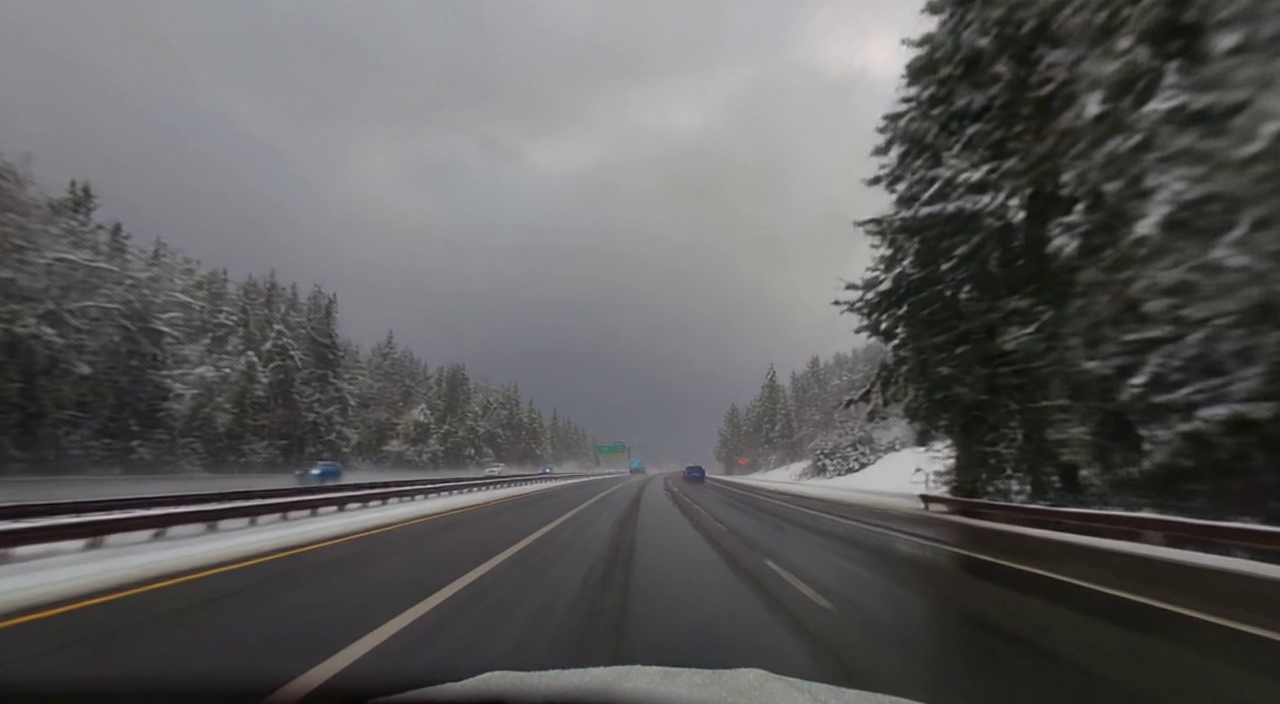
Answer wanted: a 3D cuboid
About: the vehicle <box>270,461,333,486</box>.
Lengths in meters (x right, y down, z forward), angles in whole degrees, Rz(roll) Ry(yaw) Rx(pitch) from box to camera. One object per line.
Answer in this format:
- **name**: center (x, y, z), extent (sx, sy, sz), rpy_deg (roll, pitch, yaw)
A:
- **vehicle**: center (-20.540, 7.385, 38.370), extent (1.697, 1.419, 3.598), rpy_deg (0, -11, 1)
